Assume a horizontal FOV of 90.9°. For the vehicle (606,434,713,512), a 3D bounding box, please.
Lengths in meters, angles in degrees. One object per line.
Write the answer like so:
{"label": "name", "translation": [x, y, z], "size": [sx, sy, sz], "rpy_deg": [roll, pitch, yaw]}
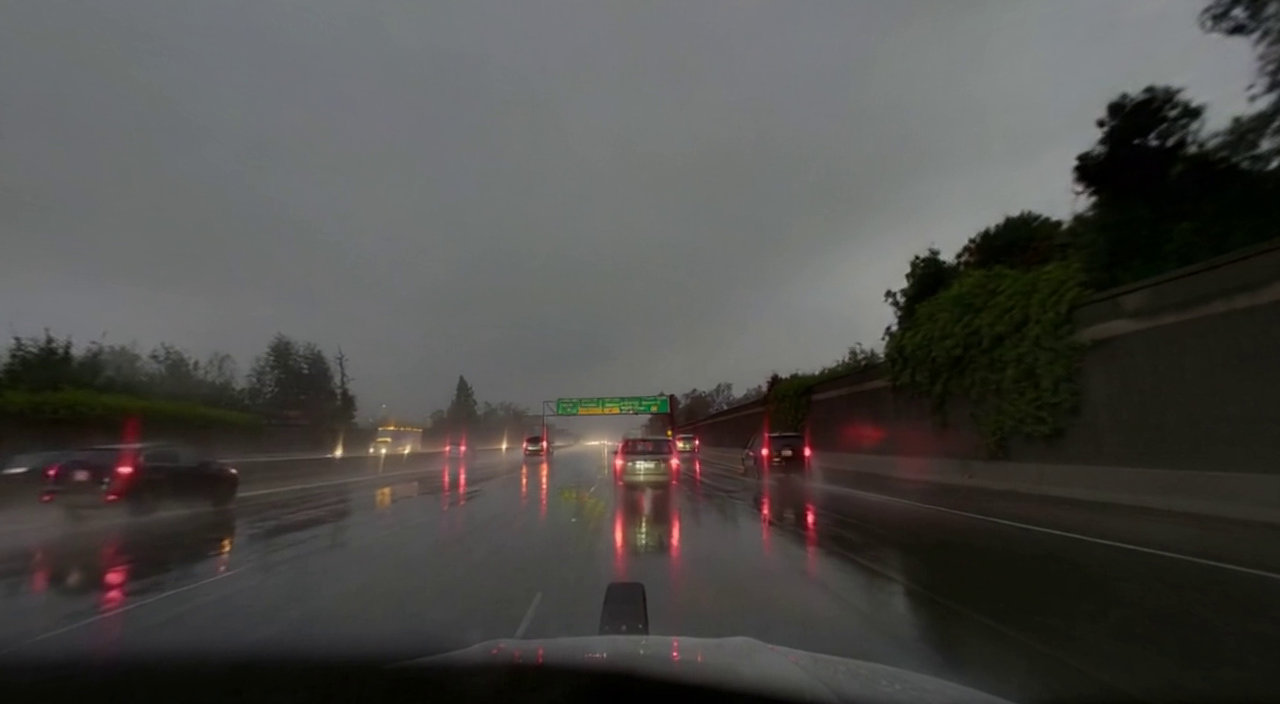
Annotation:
{"label": "vehicle", "translation": [0.254, 2.632, 14.216], "size": [2.042, 1.446, 4.269], "rpy_deg": [0, -8, -3]}

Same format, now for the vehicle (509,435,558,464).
{"label": "vehicle", "translation": [-7.490, 6.918, 44.977], "size": [2.486, 1.856, 6.310], "rpy_deg": [0, -8, -1]}

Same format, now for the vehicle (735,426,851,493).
{"label": "vehicle", "translation": [4.331, 3.119, 18.640], "size": [2.100, 1.707, 4.342], "rpy_deg": [0, -8, -3]}

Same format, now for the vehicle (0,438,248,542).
{"label": "vehicle", "translation": [-9.950, 2.427, 11.877], "size": [2.019, 1.510, 4.992], "rpy_deg": [0, -8, -1]}
